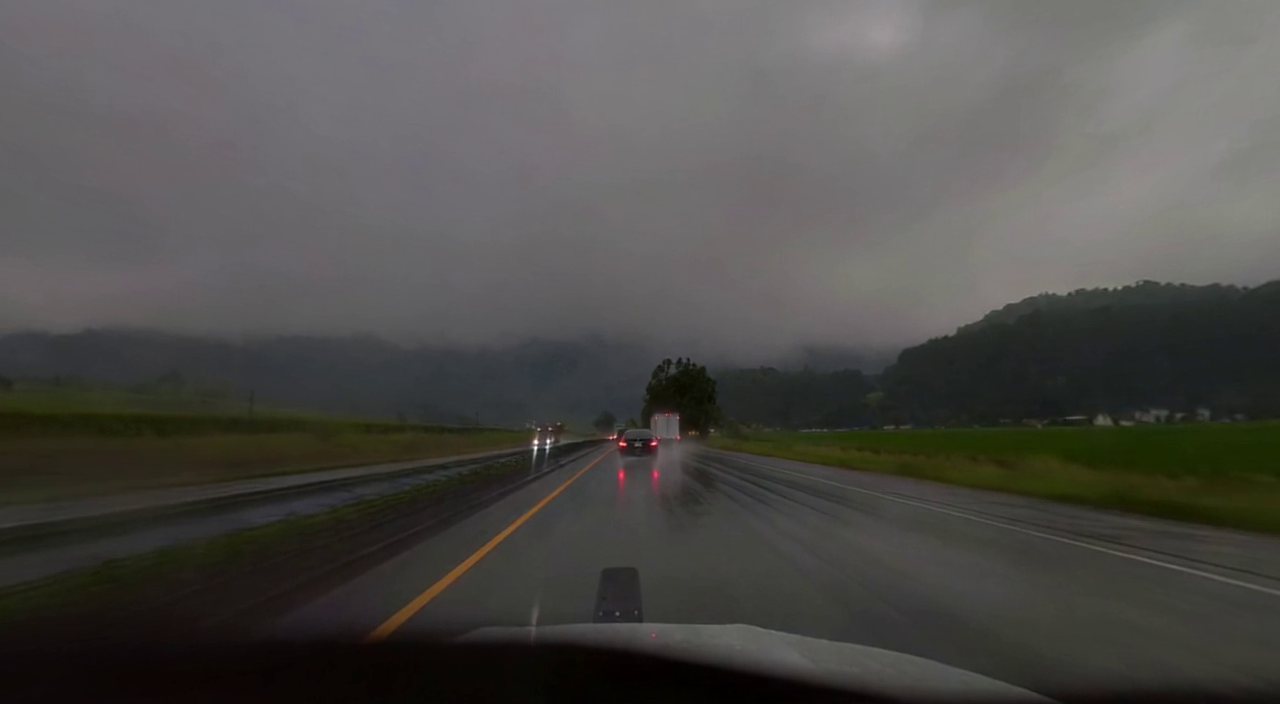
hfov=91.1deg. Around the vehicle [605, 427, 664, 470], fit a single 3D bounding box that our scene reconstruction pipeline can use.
[{"bbox_3d":[-0.238,3.925,25.861,2.216,1.623,4.220,0,-8,-1],"label":"vehicle"}]
